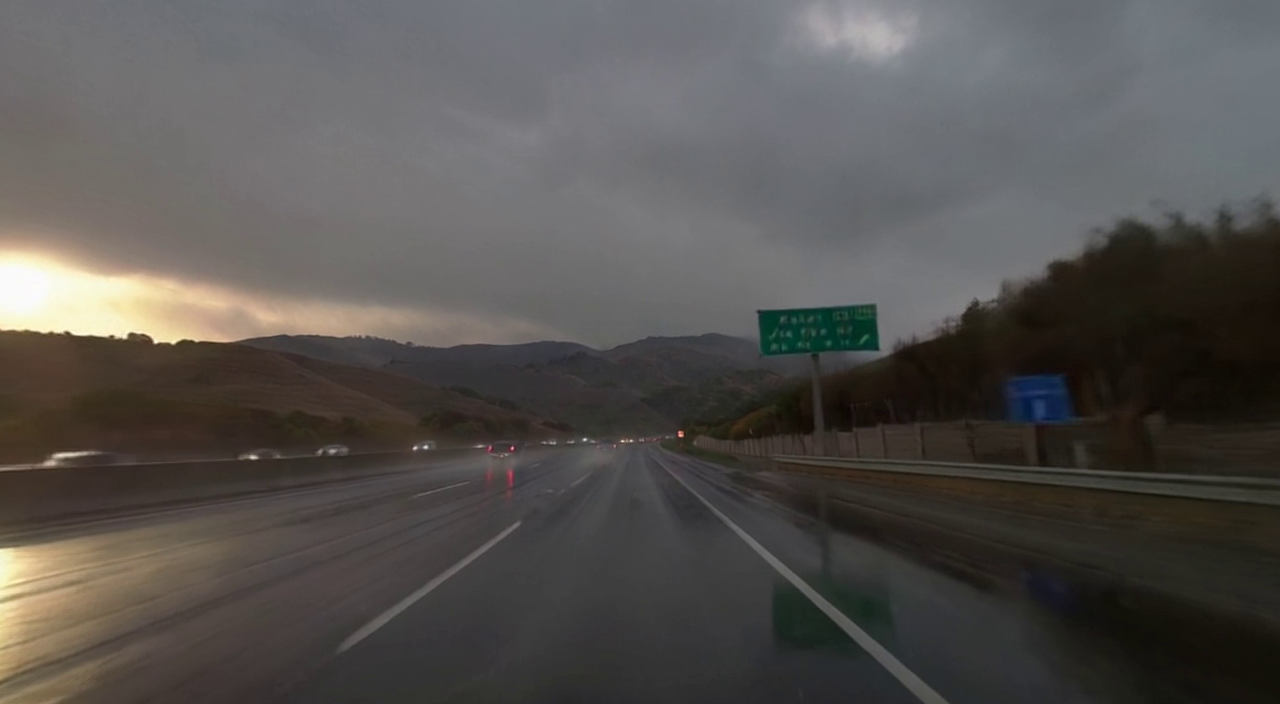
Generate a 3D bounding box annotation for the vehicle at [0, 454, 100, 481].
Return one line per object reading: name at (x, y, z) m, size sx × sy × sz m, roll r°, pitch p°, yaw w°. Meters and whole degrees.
vehicle at (-33.021, 6.395, 35.296) m, size 1.845 × 1.331 × 4.385 m, roll 1°, pitch -9°, yaw -1°

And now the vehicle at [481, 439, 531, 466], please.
vehicle at (-7.730, 5.856, 36.981) m, size 1.930 × 1.508 × 4.567 m, roll 0°, pitch -8°, yaw 0°

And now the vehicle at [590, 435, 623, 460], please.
vehicle at (-2.421, 7.032, 46.653) m, size 2.029 × 1.753 × 4.718 m, roll 0°, pitch -8°, yaw 1°
